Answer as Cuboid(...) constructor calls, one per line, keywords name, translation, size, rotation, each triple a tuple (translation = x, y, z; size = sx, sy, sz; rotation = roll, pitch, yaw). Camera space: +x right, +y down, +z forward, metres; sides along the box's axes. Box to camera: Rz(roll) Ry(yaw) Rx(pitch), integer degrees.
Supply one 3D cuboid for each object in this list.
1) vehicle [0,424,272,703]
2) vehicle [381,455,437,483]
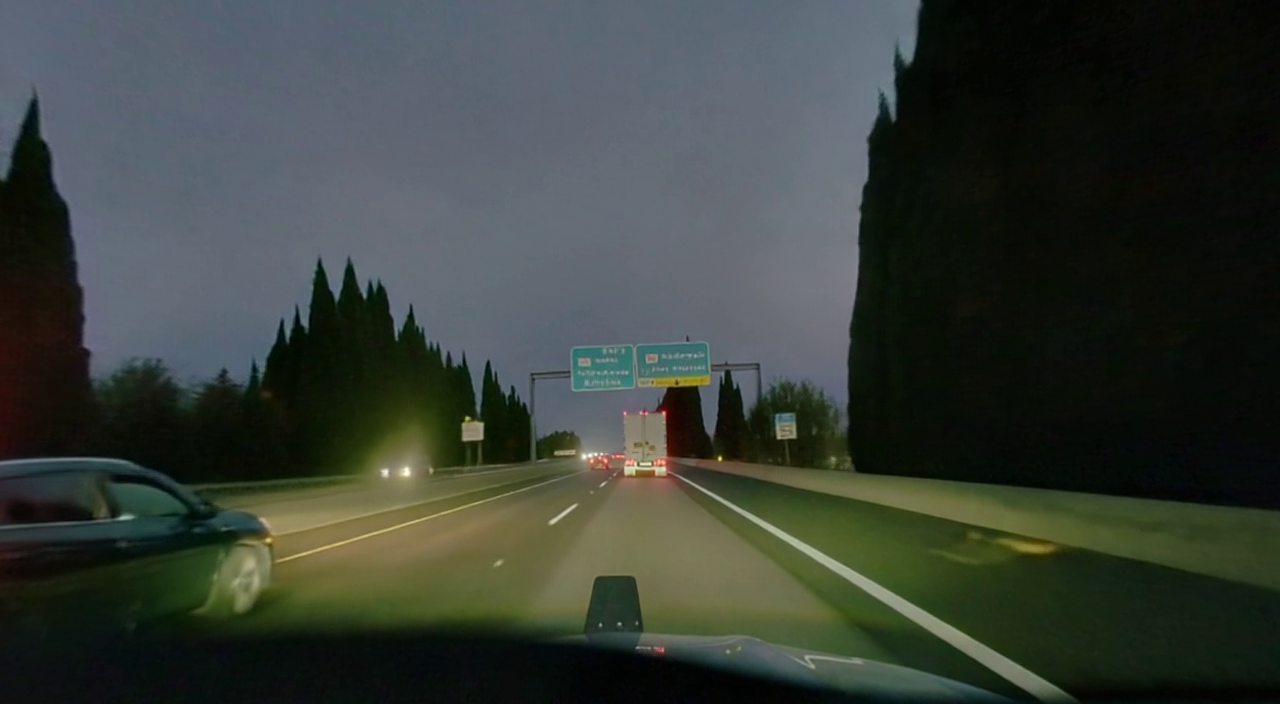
Cuboid(name="vehicle", translation=(-4.045, 1.090, 3.047), size=(1.968, 1.460, 4.227), rotation=(0, -9, 0))
Cuboid(name="vehicle", translation=(-12.983, 6.591, 35.655), size=(1.790, 1.452, 3.669), rotation=(0, -9, -1))
